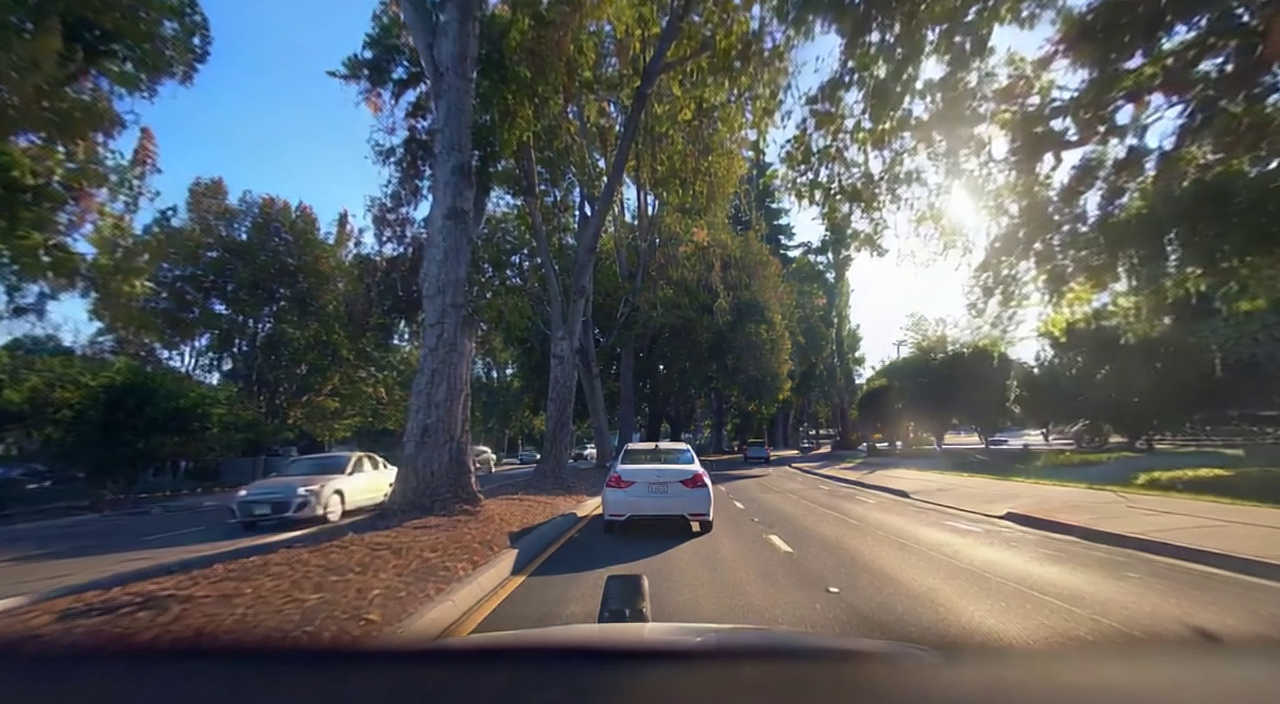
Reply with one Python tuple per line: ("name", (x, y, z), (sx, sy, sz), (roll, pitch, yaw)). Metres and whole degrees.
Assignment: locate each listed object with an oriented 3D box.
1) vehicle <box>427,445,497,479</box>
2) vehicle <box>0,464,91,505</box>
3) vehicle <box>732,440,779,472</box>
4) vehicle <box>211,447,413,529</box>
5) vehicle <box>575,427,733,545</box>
("vehicle", (-9.646, 5.984, 34.553), (2.068, 1.688, 4.665), (-1, -8, 6))
("vehicle", (-27.167, 5.810, 27.789), (4.256, 1.633, 1.940), (-1, -8, 6))
("vehicle", (5.727, 5.215, 31.818), (1.984, 1.507, 4.359), (-1, -8, 6))
("vehicle", (-6.914, 2.877, 13.976), (1.929, 1.463, 4.405), (-1, -8, 3))
("vehicle", (0.227, 2.134, 10.694), (2.154, 1.585, 3.997), (-1, -8, 1))
